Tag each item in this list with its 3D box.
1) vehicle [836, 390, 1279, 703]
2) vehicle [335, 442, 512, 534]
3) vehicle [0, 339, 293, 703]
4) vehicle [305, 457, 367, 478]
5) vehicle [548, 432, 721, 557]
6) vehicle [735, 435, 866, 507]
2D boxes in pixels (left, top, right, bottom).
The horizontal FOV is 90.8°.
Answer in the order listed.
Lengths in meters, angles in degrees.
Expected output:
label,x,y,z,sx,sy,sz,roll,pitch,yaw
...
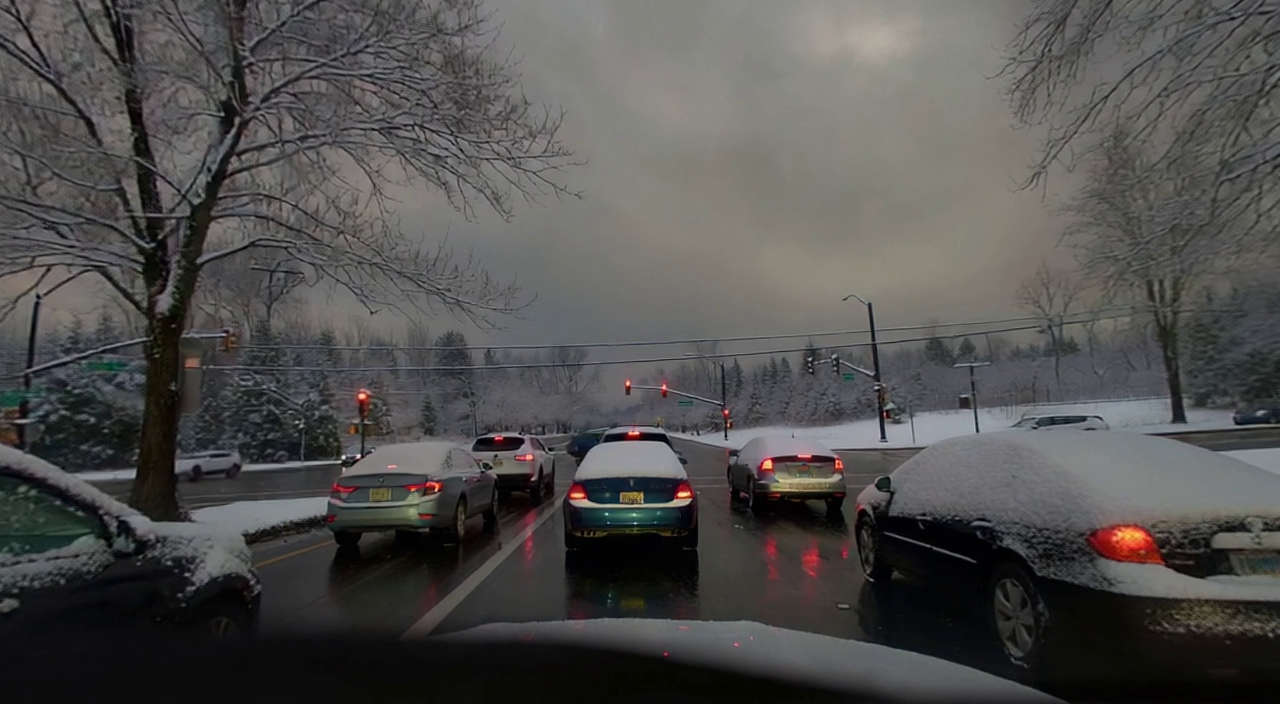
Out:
label,x,y,z,sx,sy,sz,roll,pitch,yaw
vehicle,3.386,1.302,5.418,1.933,1.564,4.600,0,-8,0
vehicle,-3.913,2.501,12.335,1.919,1.459,4.371,0,-8,0
vehicle,-3.663,0.832,2.535,2.047,1.764,4.369,0,-8,0
vehicle,-22.639,8.597,47.025,4.149,1.433,1.590,-3,-9,20
vehicle,-0.079,2.003,9.595,2.061,1.470,3.970,0,-8,0
vehicle,3.640,2.774,15.244,1.922,1.472,4.440,0,-8,-1
